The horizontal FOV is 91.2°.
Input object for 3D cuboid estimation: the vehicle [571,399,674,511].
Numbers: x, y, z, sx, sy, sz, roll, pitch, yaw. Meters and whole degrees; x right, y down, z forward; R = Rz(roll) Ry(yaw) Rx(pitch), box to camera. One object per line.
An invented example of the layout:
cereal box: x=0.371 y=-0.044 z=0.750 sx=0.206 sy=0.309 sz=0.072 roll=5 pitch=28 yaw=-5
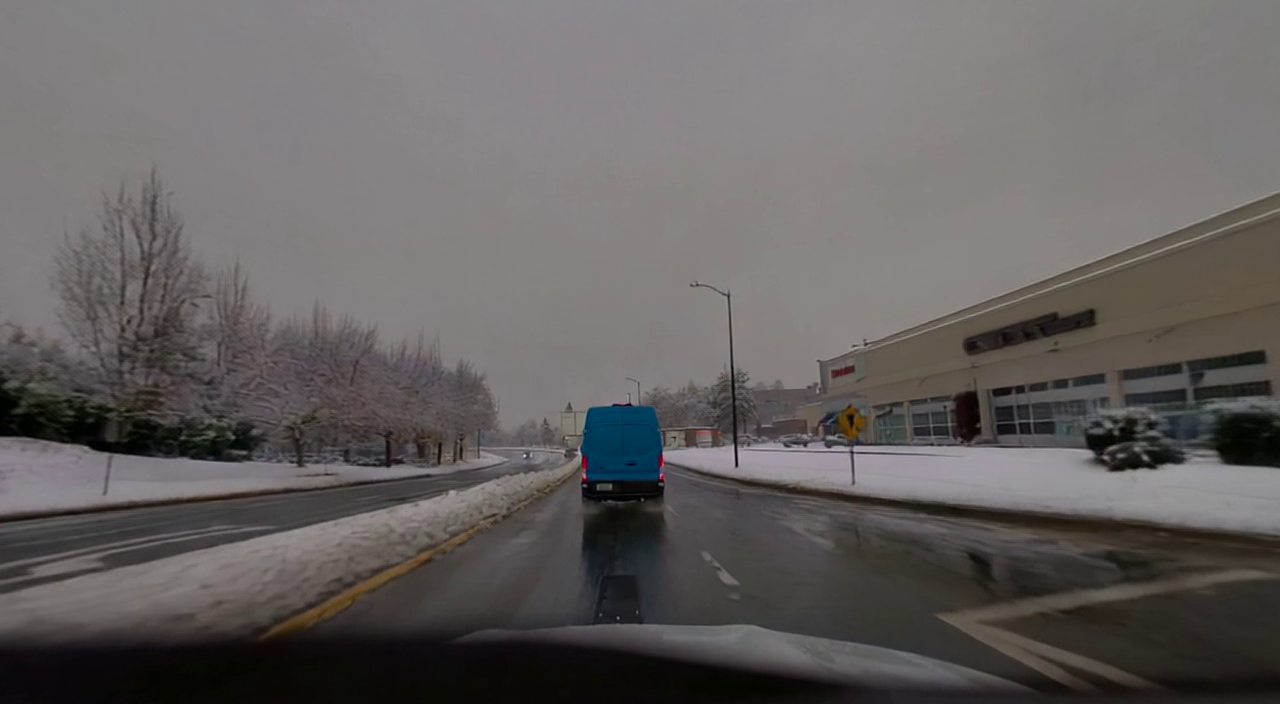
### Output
vehicle: x=-0.667 y=2.893 z=17.832 sx=2.432 sy=2.624 sz=5.670 roll=0 pitch=-9 yaw=-5
